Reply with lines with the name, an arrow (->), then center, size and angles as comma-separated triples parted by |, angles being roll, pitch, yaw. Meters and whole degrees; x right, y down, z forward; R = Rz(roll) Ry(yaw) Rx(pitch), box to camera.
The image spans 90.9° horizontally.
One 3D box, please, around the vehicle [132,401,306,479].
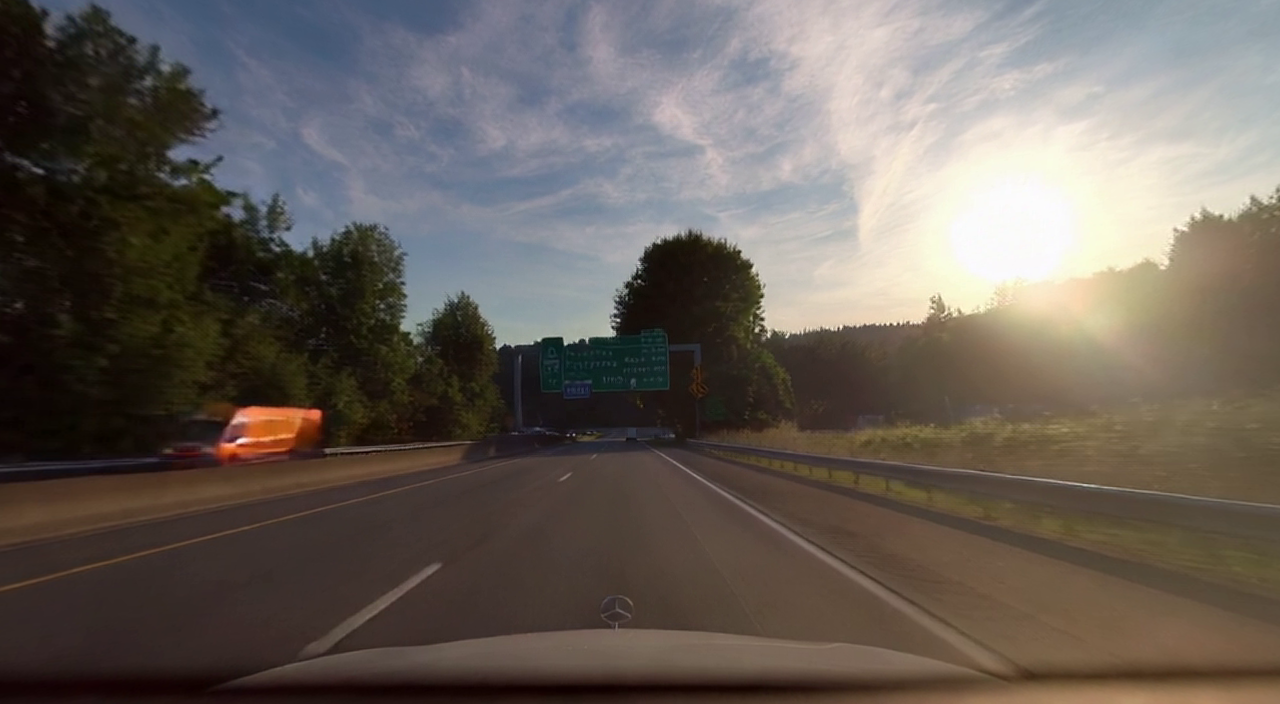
vehicle -> -17.641, 3.754, 27.129 | 2.639, 2.882, 6.998 | 0, -8, -1
